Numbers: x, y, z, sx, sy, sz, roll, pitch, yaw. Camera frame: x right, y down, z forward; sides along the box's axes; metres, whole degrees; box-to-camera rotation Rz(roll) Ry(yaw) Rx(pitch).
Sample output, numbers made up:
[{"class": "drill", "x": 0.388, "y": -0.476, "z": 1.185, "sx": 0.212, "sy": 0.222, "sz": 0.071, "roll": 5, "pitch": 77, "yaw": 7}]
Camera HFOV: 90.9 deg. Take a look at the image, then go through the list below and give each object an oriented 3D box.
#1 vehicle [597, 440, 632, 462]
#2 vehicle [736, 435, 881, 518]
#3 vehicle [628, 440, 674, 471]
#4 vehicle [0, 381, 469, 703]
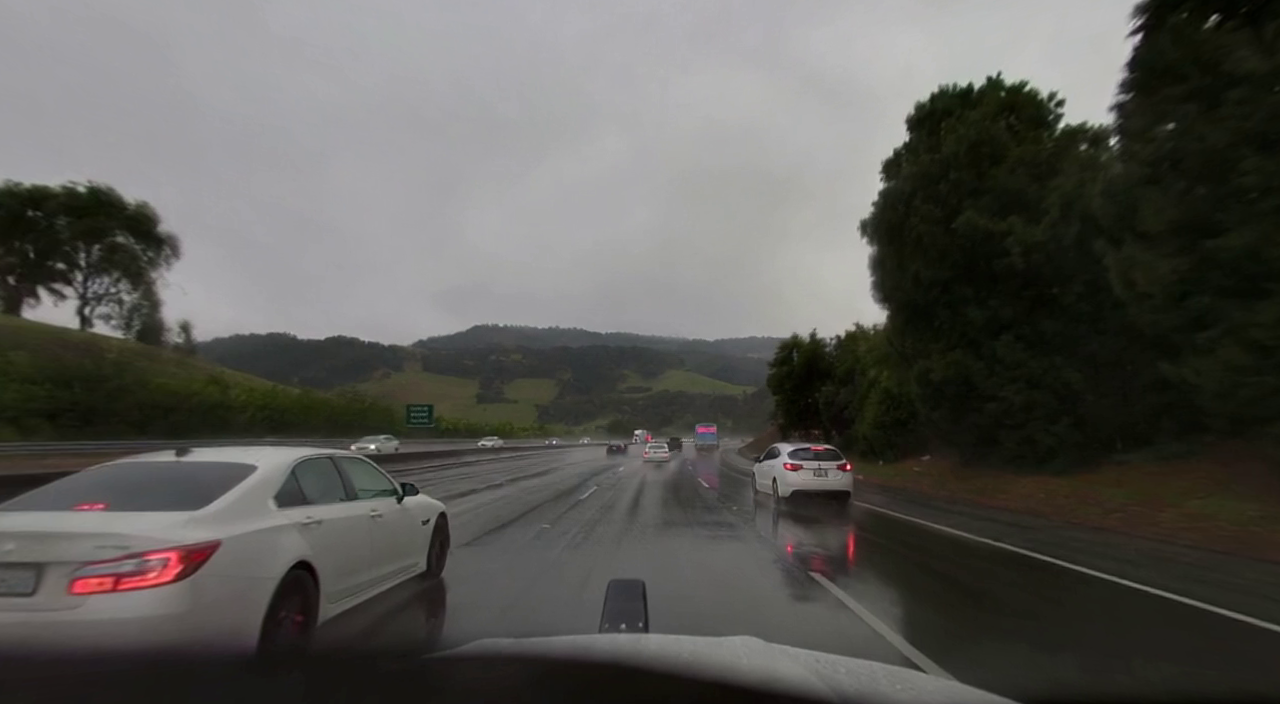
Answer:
[{"class": "vehicle", "x": -1.726, "y": 6.987, "z": 44.581, "sx": 2.010, "sy": 1.482, "sz": 4.230, "roll": -1, "pitch": -8, "yaw": 4}, {"class": "vehicle", "x": 3.433, "y": 2.609, "z": 13.798, "sx": 2.013, "sy": 1.464, "sz": 4.317, "roll": 1, "pitch": -8, "yaw": 1}, {"class": "vehicle", "x": 0.610, "y": 5.298, "z": 32.398, "sx": 2.202, "sy": 1.467, "sz": 3.929, "roll": -1, "pitch": -8, "yaw": 2}, {"class": "vehicle", "x": -2.833, "y": 1.161, "z": 4.028, "sx": 2.031, "sy": 1.491, "sz": 4.792, "roll": 0, "pitch": -8, "yaw": 1}]
